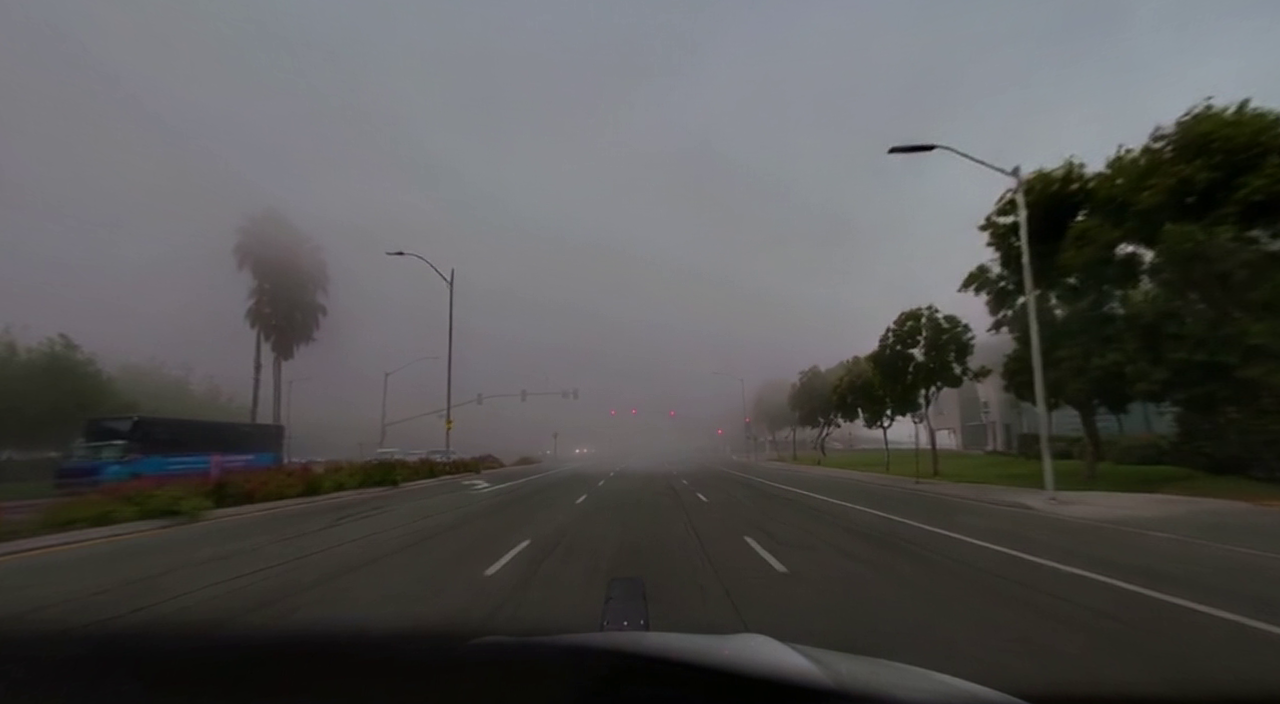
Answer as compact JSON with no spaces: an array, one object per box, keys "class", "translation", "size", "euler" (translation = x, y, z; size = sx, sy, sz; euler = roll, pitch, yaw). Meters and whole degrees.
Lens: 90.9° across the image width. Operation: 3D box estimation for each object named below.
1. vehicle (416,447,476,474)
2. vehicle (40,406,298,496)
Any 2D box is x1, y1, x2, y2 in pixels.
[{"class":"vehicle","translation":[-11.497,6.446,37.718],"size":[1.968,1.486,4.707],"euler":[0,-8,2]},{"class":"vehicle","translation":[-21.423,4.707,30.432],"size":[3.013,3.417,12.442],"euler":[0,-8,-1]}]
